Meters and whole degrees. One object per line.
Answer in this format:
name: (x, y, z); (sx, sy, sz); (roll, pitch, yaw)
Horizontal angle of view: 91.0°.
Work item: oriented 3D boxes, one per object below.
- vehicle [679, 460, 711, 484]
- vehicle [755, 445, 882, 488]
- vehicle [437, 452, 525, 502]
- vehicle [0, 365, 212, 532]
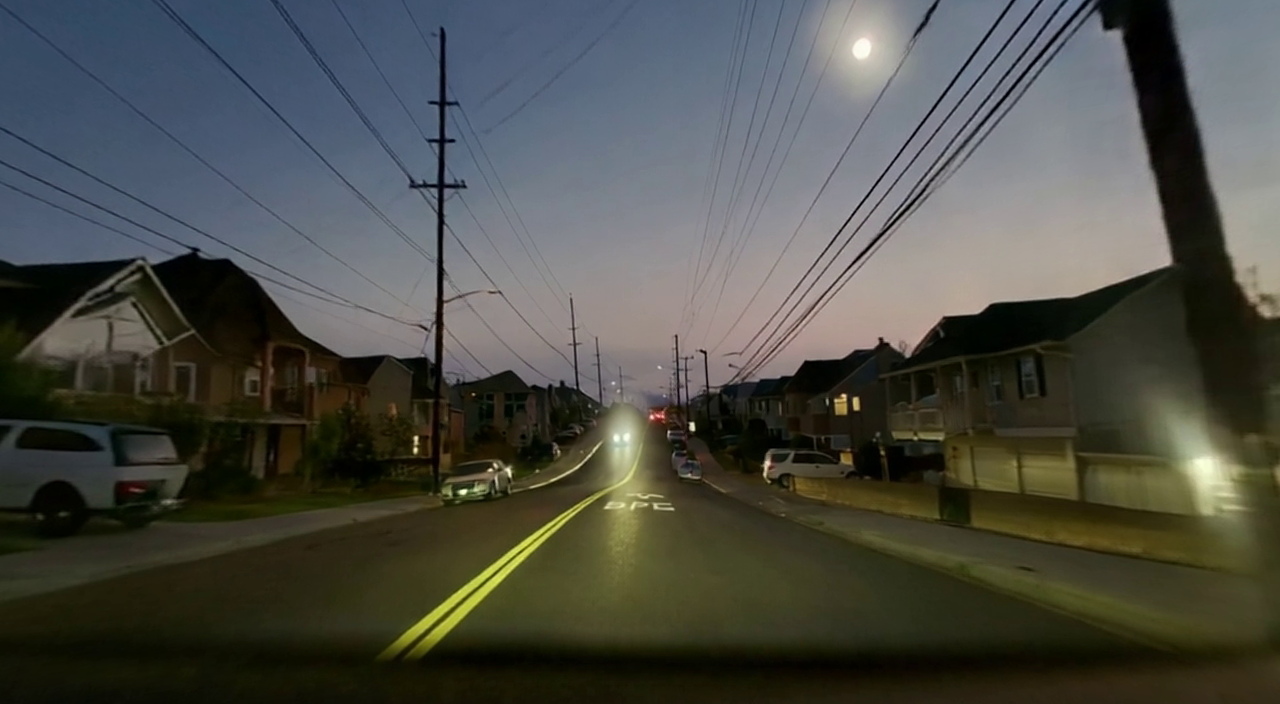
vehicle: (3.707, 8.195, 43.116); (2.063, 1.503, 4.415); (0, -10, 3)
vehicle: (8.604, 5.547, 30.751); (5.512, 1.846, 2.115); (-2, -8, 2)
vehicle: (-6.234, 5.041, 25.285); (2.156, 1.764, 4.410); (-2, -12, 3)
vehicle: (-12.486, 2.110, 12.799); (5.503, 2.906, 2.584); (-3, -14, 0)
